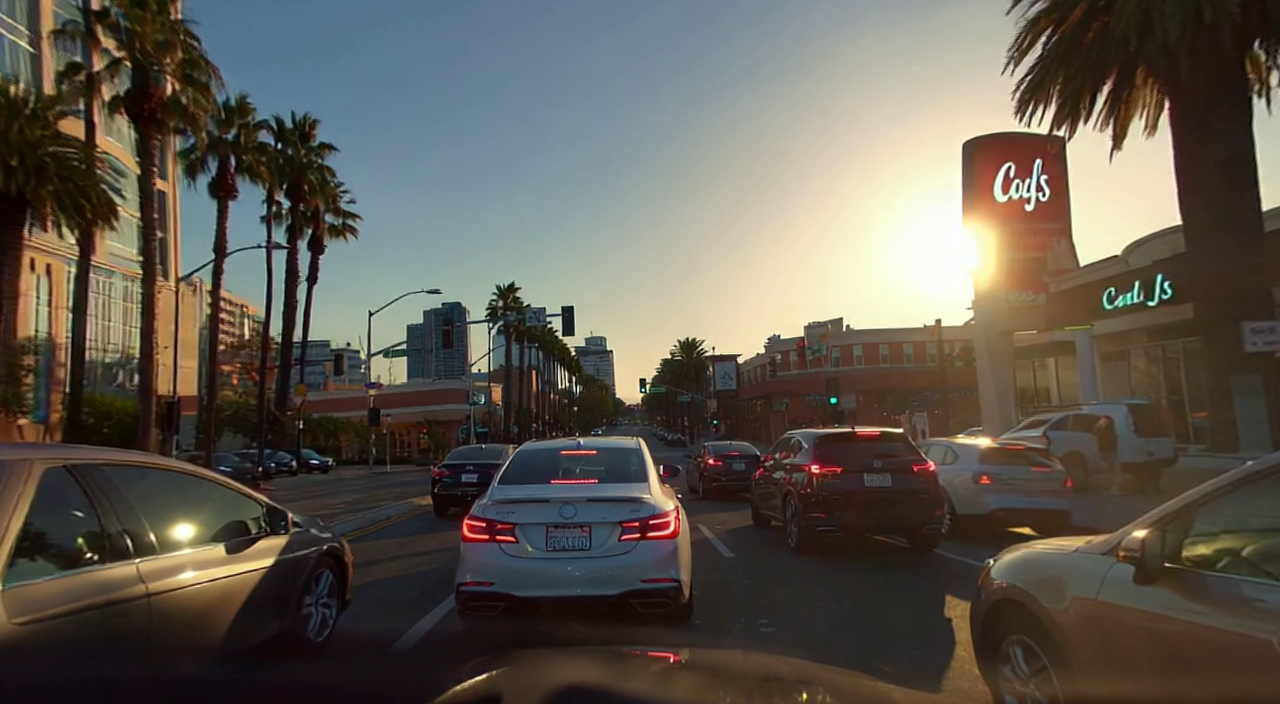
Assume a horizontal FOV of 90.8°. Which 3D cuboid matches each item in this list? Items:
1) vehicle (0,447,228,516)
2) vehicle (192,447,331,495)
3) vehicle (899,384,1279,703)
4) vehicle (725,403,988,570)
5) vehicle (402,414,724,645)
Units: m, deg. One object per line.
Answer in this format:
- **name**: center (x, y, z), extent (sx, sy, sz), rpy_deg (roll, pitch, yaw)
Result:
- **vehicle**: center (-12.861, 3.141, 15.943), extent (1.870, 1.475, 4.531), rpy_deg (0, -9, 0)
- **vehicle**: center (-12.865, 4.025, 21.898), extent (1.856, 1.455, 4.700), rpy_deg (0, -9, 0)
- **vehicle**: center (2.620, 0.811, 1.504), extent (2.085, 1.469, 4.458), rpy_deg (0, -9, 0)
- **vehicle**: center (2.637, 1.779, 9.088), extent (2.096, 1.775, 4.440), rpy_deg (0, -9, -1)
- **vehicle**: center (-0.518, 1.472, 6.245), extent (2.096, 1.492, 4.071), rpy_deg (0, -9, -1)
